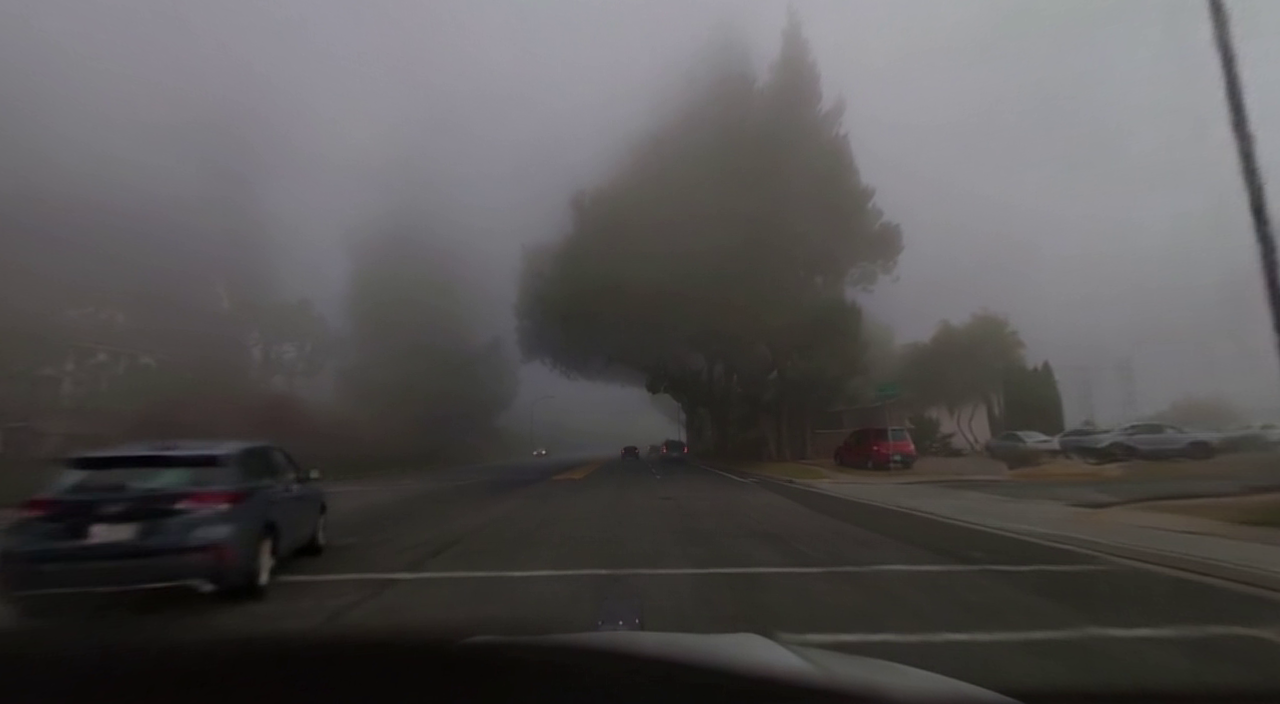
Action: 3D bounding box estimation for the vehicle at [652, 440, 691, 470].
[{"bbox_3d":[1.766,5.969,36.726,2.003,1.614,4.072,0,-8,-1],"label":"vehicle"}]

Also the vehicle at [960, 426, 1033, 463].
[{"bbox_3d":[18.157,4.689,32.049,2.043,1.691,4.436,-8,-11,43],"label":"vehicle"}]

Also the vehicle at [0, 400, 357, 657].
[{"bbox_3d":[-4.641,1.537,6.734,2.205,1.706,4.904,2,-9,-16],"label":"vehicle"}]

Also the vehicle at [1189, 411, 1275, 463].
[{"bbox_3d":[24.197,3.511,25.807,2.210,1.906,4.718,-8,-12,44],"label":"vehicle"}]

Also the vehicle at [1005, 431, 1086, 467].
[{"bbox_3d":[18.153,4.291,28.173,2.106,1.460,4.389,-8,-11,43],"label":"vehicle"}]

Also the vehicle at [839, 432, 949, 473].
[{"bbox_3d":[10.508,4.166,26.338,1.903,1.569,3.751,5,-10,-33],"label":"vehicle"}]

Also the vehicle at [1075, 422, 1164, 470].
[{"bbox_3d":[18.674,3.632,24.497,2.150,1.659,4.678,-8,-11,42],"label":"vehicle"}]
